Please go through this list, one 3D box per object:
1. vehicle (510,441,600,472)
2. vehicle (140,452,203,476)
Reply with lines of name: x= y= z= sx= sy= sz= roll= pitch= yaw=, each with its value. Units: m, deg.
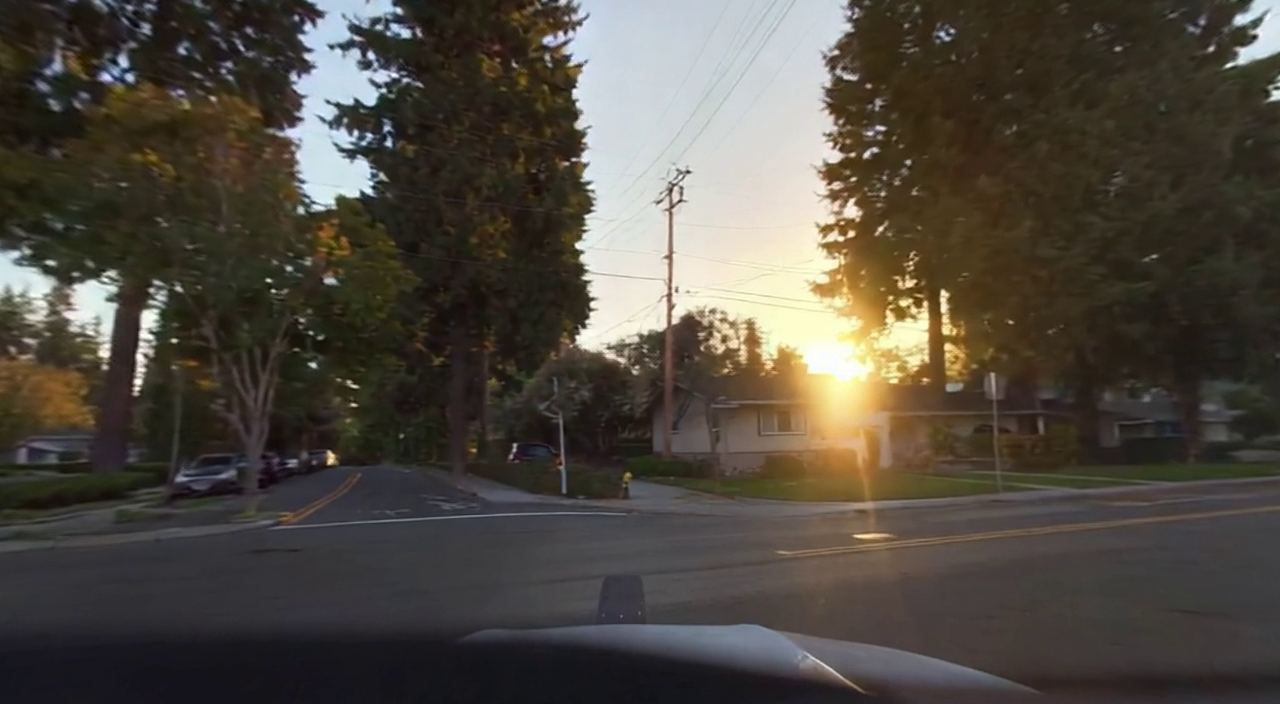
vehicle: x=-4.879 y=5.989 z=36.329 sx=4.784 sy=1.647 sz=1.947 roll=4 pitch=-9 yaw=-22
vehicle: x=-36.610 y=8.752 z=49.472 sx=2.010 sy=1.689 sz=4.461 roll=1 pitch=-8 yaw=-9
